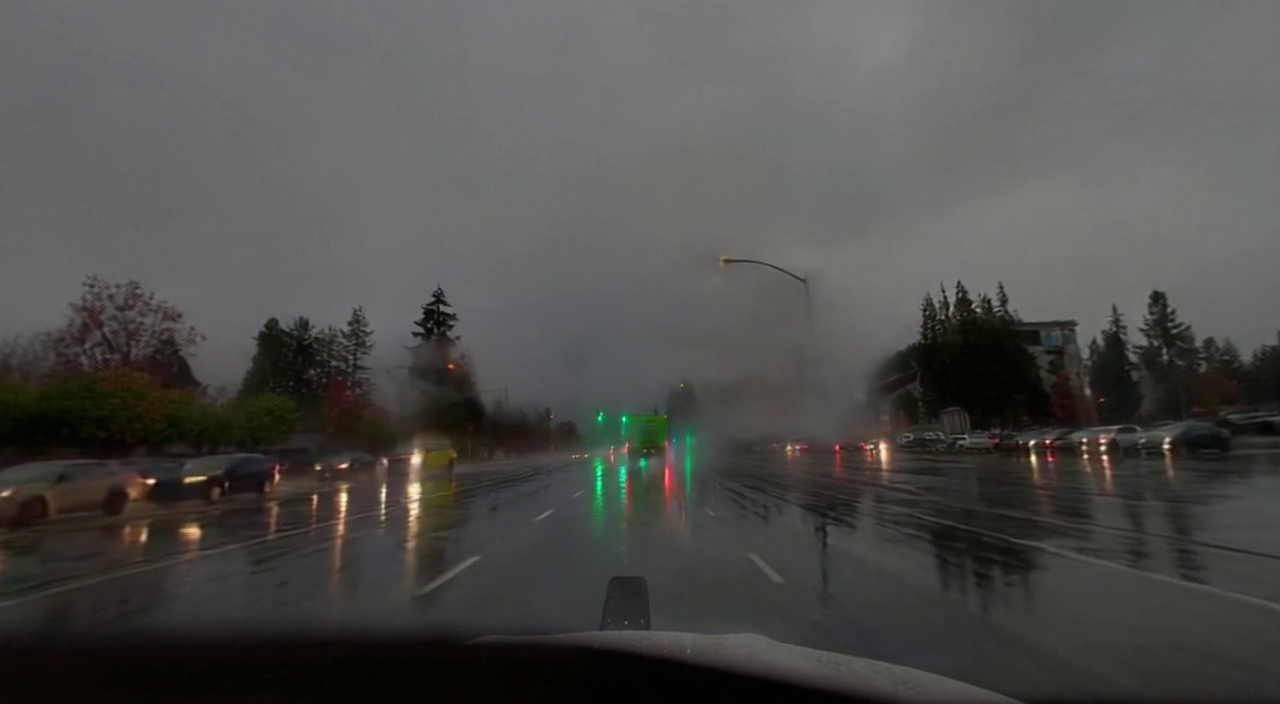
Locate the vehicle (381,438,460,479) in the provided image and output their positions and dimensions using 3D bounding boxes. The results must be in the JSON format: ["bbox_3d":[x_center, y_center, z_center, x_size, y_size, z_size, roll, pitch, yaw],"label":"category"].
[{"bbox_3d":[-11.288,5.510,32.867,2.155,1.941,4.977,0,-8,2],"label":"vehicle"}]

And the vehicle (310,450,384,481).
[{"bbox_3d":[-18.781,7.284,40.728,2.165,1.795,5.003,-1,-8,3],"label":"vehicle"}]

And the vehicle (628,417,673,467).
[{"bbox_3d":[0.691,6.428,44.851,2.843,3.120,10.422,0,-8,0],"label":"vehicle"}]

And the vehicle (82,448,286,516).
[{"bbox_3d":[-11.747,3.336,16.750,1.884,1.486,4.566,0,-8,2],"label":"vehicle"}]
